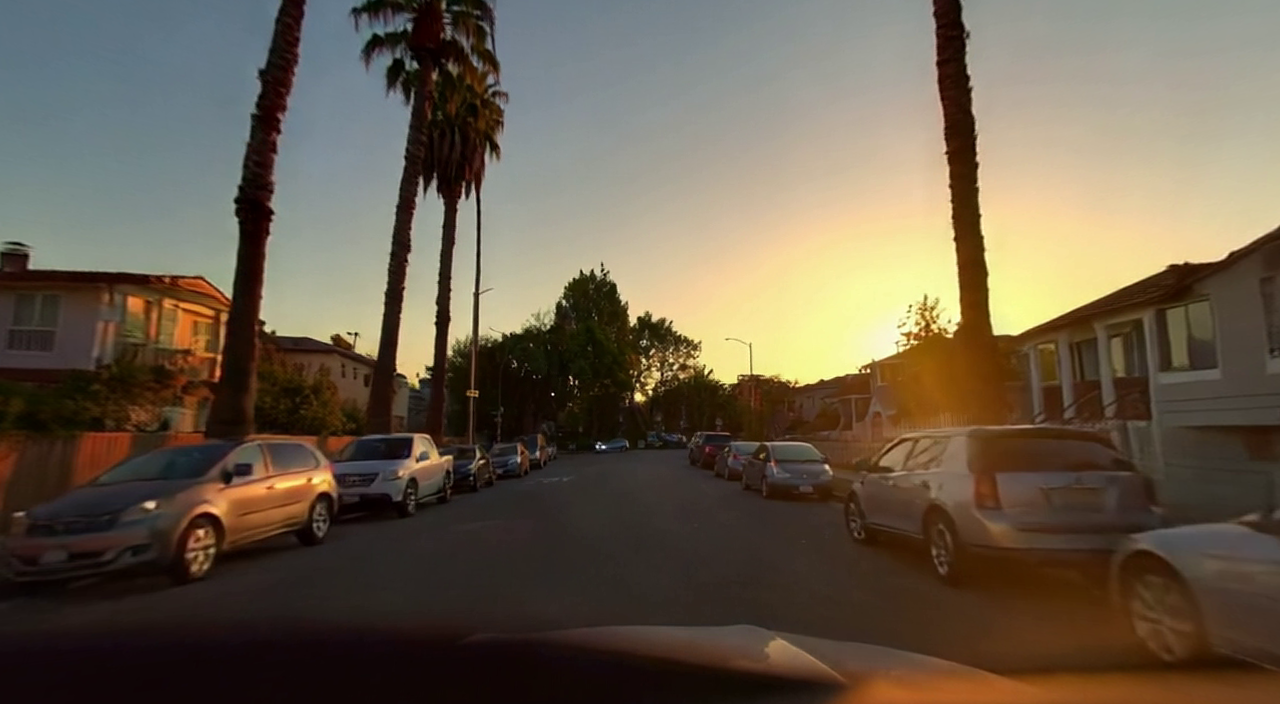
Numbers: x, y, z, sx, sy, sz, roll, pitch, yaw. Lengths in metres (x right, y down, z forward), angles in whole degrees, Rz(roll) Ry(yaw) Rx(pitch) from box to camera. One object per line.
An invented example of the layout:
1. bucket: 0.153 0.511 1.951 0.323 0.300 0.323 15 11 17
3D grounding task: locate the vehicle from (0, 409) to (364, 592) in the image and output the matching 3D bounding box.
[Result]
1. vehicle: -5.650 1.800 8.567 1.947 1.803 4.381 0 -8 -2

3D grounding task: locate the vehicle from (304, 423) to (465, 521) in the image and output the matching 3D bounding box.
1. vehicle: -5.624 2.682 14.713 1.963 1.859 4.884 0 -8 -4

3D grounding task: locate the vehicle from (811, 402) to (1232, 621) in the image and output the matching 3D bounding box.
1. vehicle: 3.858 1.681 7.717 2.116 1.817 4.652 0 -8 -1

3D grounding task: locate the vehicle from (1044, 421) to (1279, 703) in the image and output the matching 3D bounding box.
1. vehicle: 4.040 0.973 2.229 1.870 1.506 4.897 0 -8 -2

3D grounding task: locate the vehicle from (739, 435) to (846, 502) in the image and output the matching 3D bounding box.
1. vehicle: 4.152 3.216 17.930 1.998 1.649 4.175 0 -8 0

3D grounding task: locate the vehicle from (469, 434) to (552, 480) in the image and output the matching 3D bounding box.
1. vehicle: -5.521 4.583 27.976 2.316 1.808 5.876 0 -8 1
